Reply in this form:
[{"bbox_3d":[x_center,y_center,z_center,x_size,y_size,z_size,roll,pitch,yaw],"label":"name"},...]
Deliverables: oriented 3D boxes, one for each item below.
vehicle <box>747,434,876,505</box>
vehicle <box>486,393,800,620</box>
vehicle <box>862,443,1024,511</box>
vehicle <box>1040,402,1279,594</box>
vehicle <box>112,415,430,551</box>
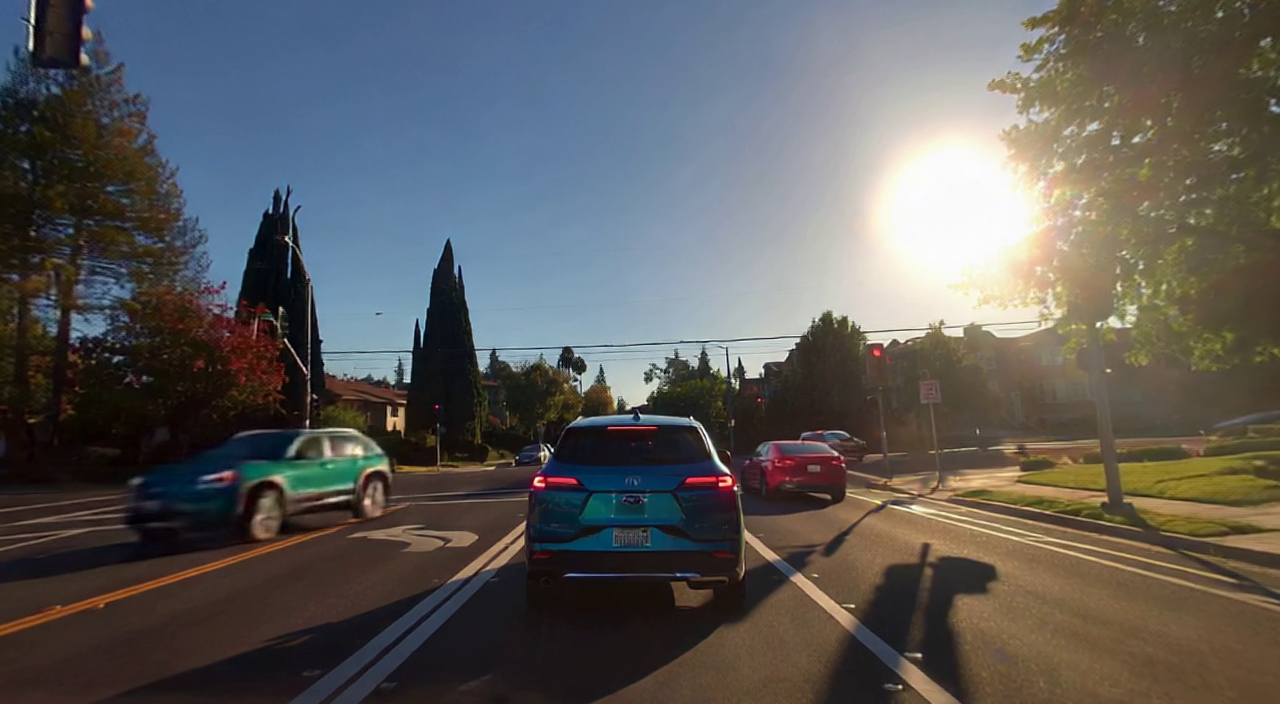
[{"bbox_3d":[4.143,2.914,16.145,2.077,1.527,4.755,0,-8,1],"label":"vehicle"},{"bbox_3d":[0.049,1.468,6.937,2.322,1.667,4.367,0,-8,1],"label":"vehicle"},{"bbox_3d":[7.293,3.011,15.799,1.860,1.436,4.479,0,-8,0],"label":"vehicle"},{"bbox_3d":[7.026,1.535,7.046,1.989,1.791,4.735,0,-8,1],"label":"vehicle"},{"bbox_3d":[-5.870,2.129,11.013,2.059,1.797,4.824,-2,-8,10],"label":"vehicle"}]
